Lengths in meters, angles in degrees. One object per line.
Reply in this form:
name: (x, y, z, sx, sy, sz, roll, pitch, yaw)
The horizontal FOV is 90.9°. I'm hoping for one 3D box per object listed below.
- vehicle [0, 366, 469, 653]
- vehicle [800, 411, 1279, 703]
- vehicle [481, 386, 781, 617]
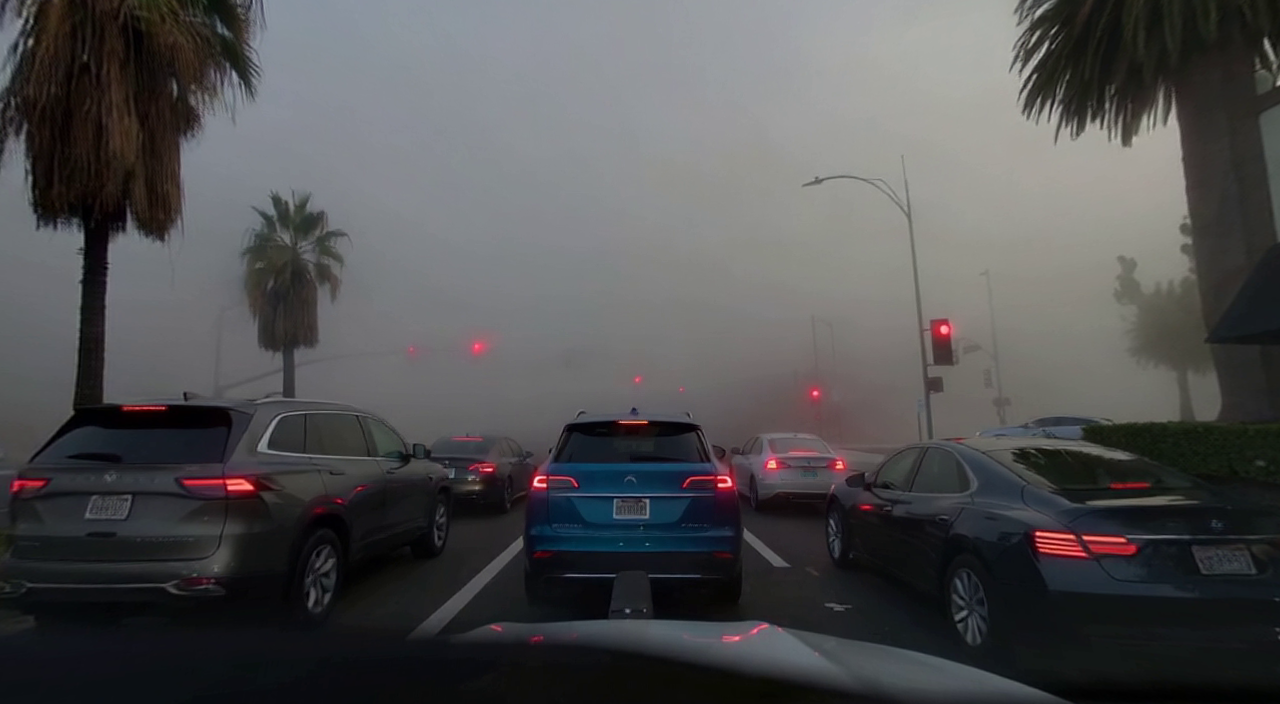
vehicle: (-3.338, 1.282, 6.130, 2.014, 1.755, 4.360, 0, -8, 1)
vehicle: (2.972, 1.368, 5.253, 2.017, 1.491, 4.611, 0, -8, -1)
vehicle: (-0.127, 1.459, 7.064, 2.280, 1.747, 4.361, 0, -8, -2)
